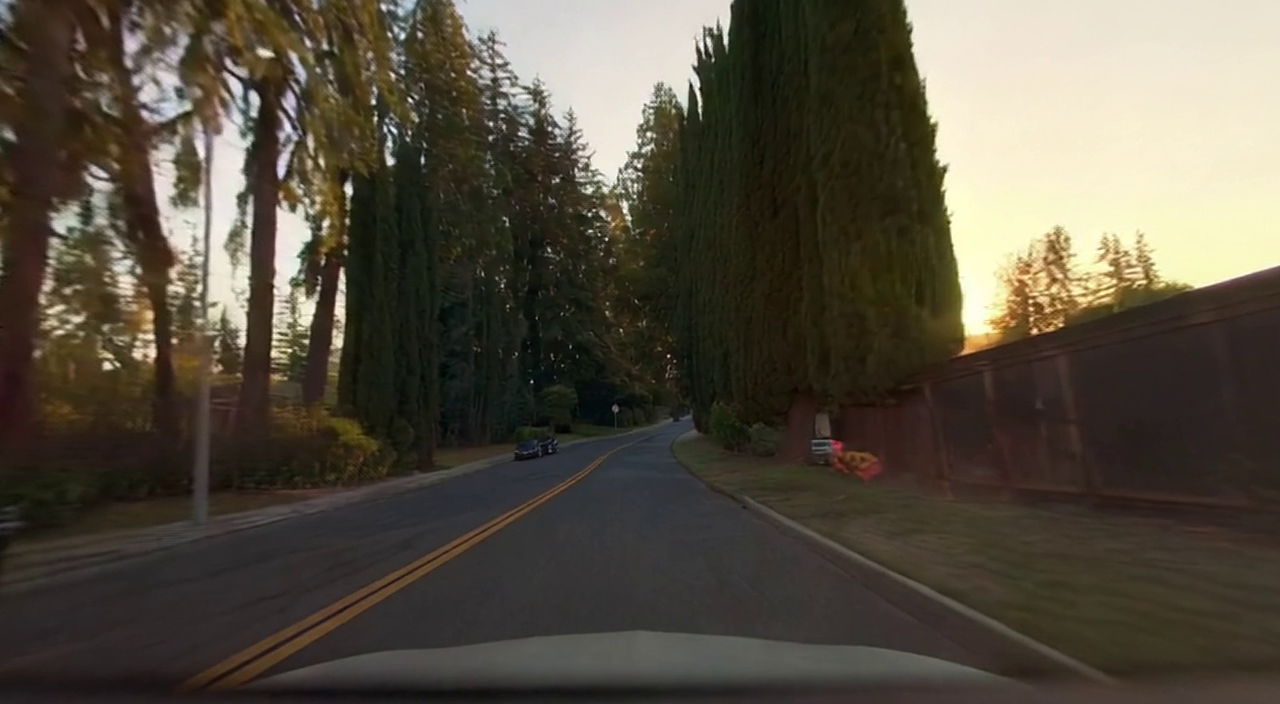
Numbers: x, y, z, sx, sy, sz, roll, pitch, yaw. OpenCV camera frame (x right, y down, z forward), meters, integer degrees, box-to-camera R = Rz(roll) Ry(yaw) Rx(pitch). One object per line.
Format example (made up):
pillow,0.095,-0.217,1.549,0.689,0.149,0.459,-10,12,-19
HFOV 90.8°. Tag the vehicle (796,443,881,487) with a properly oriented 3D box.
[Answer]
vehicle,8.211,4.692,26.584,1.954,1.652,4.520,0,-9,-2
